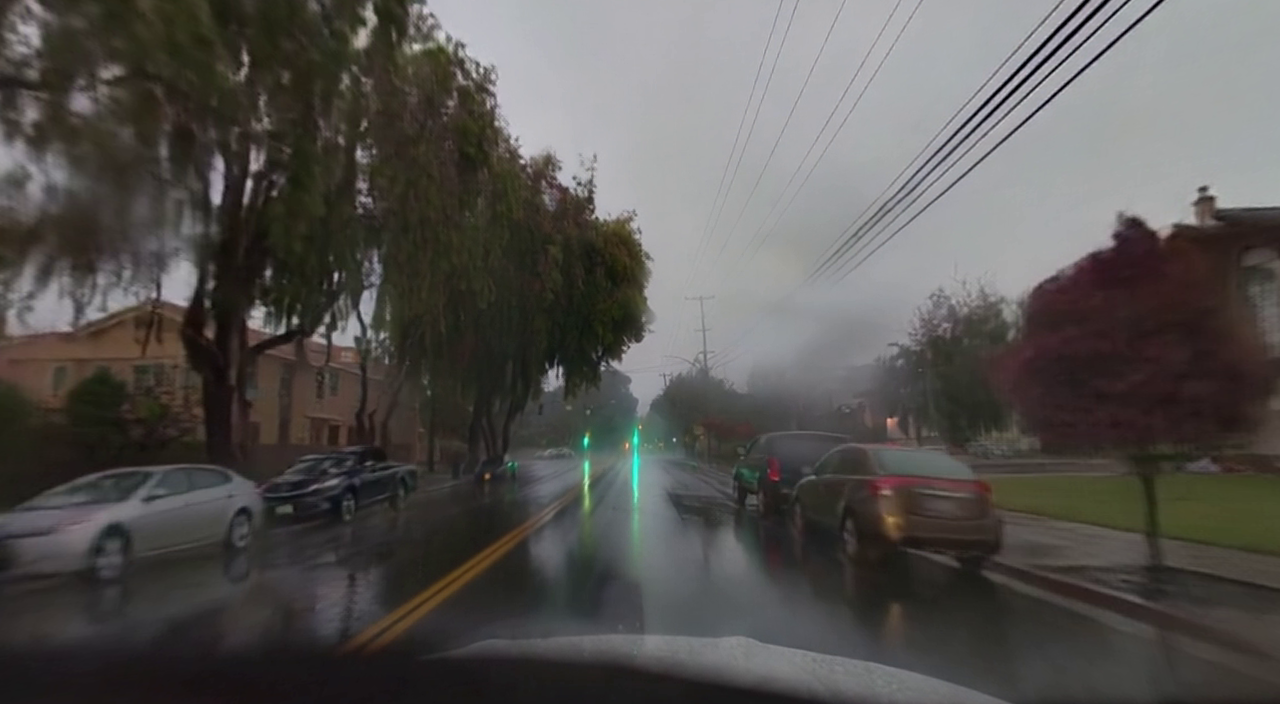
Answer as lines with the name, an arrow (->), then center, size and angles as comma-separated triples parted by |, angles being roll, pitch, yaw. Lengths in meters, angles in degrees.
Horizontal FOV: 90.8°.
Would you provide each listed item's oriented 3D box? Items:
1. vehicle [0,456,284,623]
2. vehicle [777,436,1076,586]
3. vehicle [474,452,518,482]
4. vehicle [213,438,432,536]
vehicle -> -6.854, 2.118, 8.178 | 1.854, 1.460, 4.582 | 0, -9, 0
vehicle -> 3.311, 1.899, 8.441 | 1.869, 1.453, 4.237 | 0, -9, -2
vehicle -> -7.697, 6.160, 34.126 | 1.902, 1.456, 4.451 | 1, -9, -7
vehicle -> -6.795, 2.917, 14.507 | 2.151, 1.789, 5.482 | 0, -9, 0
